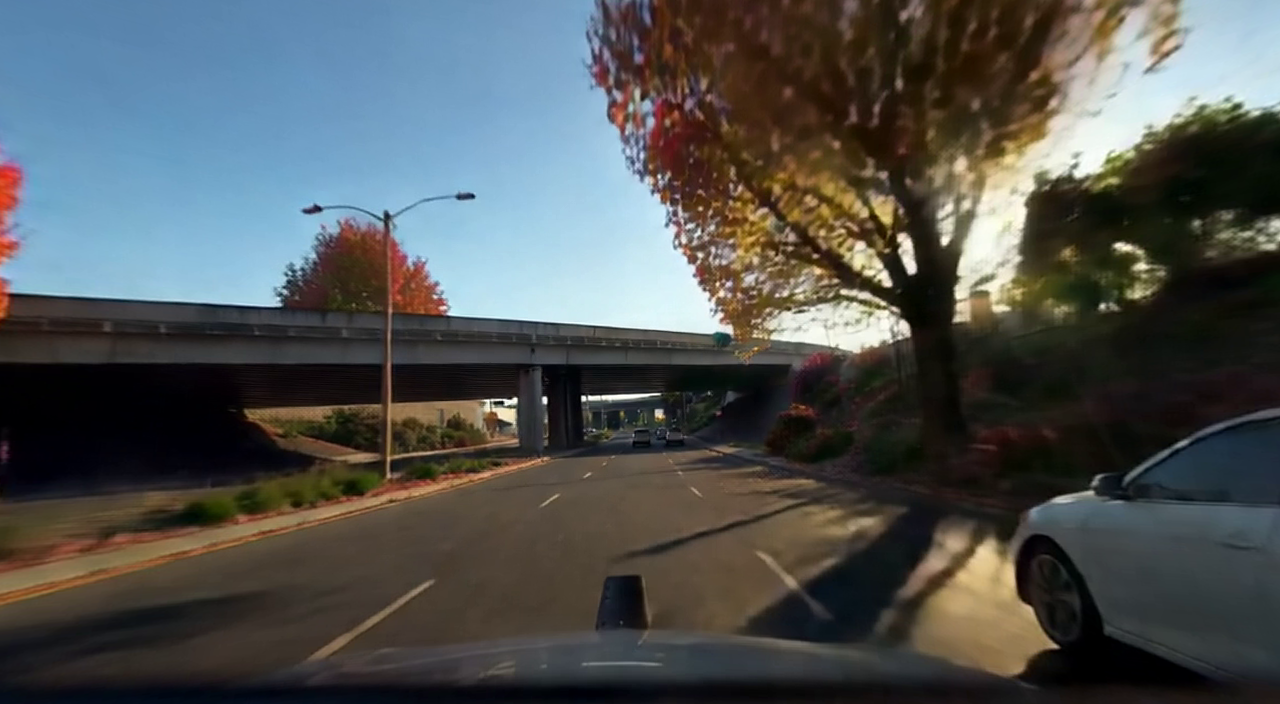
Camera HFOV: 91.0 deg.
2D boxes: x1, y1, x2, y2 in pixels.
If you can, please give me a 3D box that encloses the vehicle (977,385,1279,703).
[{"bbox_3d":[3.623,0.907,2.548,2.063,1.542,4.420,0,-9,0],"label":"vehicle"}]
